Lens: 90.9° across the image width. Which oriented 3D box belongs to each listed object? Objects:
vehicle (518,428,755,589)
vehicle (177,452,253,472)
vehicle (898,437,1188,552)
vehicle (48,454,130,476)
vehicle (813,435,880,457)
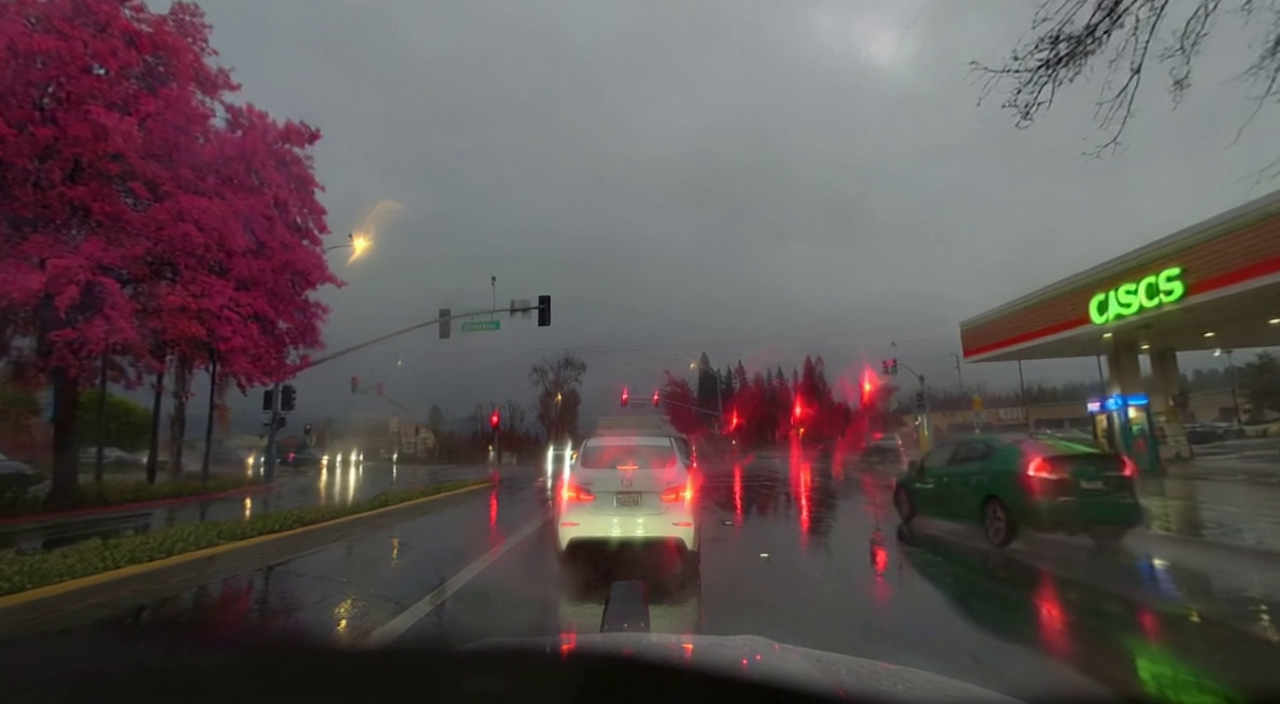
[{"bbox_3d":[-0.055,1.762,7.993,2.213,1.482,4.057,0,-8,-1],"label":"vehicle"},{"bbox_3d":[-31.731,8.182,47.074,4.466,1.438,1.837,-1,-8,5],"label":"vehicle"},{"bbox_3d":[6.266,2.217,10.612,1.942,1.511,4.390,0,-8,0],"label":"vehicle"},{"bbox_3d":[-40.077,8.224,45.896,4.609,1.465,1.944,-2,-8,11],"label":"vehicle"},{"bbox_3d":[15.141,6.894,46.206,4.458,1.510,1.947,-4,-9,24],"label":"vehicle"}]
